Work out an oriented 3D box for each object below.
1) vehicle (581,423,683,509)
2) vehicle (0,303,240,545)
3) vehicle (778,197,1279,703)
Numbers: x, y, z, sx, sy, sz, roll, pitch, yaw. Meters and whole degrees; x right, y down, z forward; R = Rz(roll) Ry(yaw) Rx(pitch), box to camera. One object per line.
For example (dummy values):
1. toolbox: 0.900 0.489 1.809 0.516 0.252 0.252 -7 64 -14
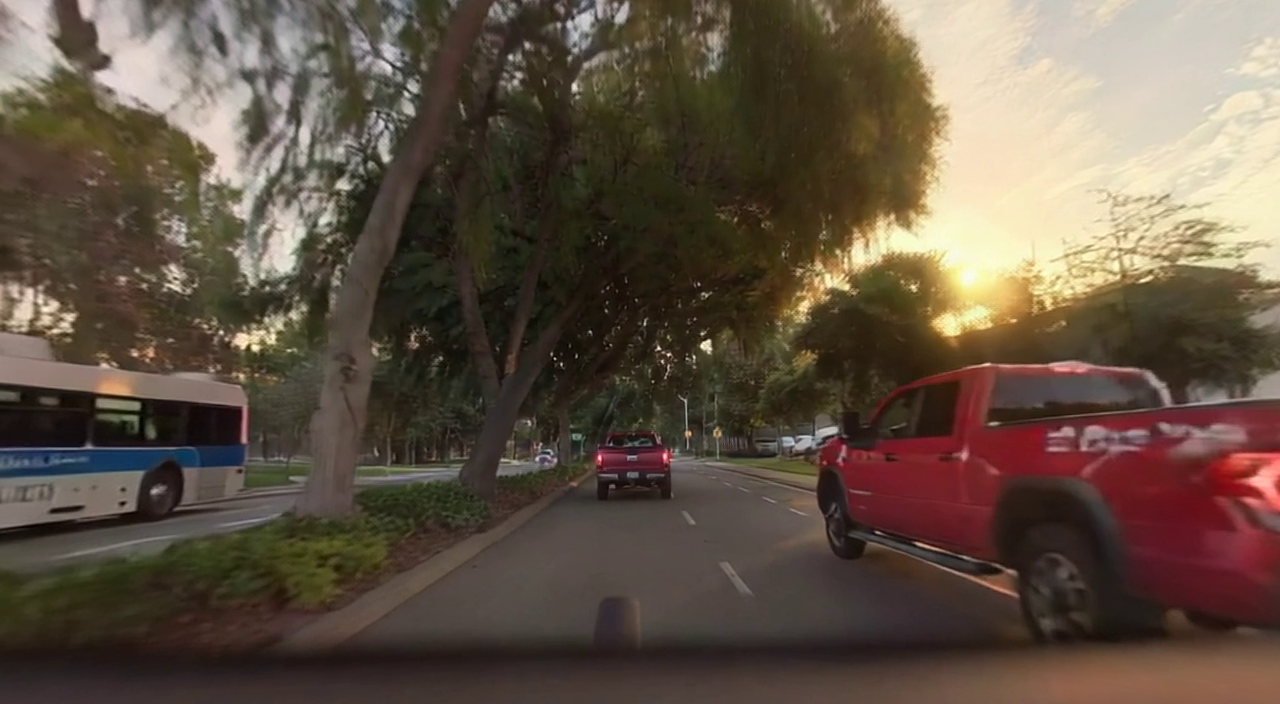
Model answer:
1. vehicle: -0.190 2.867 16.449 2.157 1.816 5.804 0 -8 0
2. vehicle: -12.233 1.203 10.562 2.996 4.022 12.692 0 -8 -1
3. vehicle: 3.686 1.111 5.977 2.802 2.303 7.582 0 -8 -2
